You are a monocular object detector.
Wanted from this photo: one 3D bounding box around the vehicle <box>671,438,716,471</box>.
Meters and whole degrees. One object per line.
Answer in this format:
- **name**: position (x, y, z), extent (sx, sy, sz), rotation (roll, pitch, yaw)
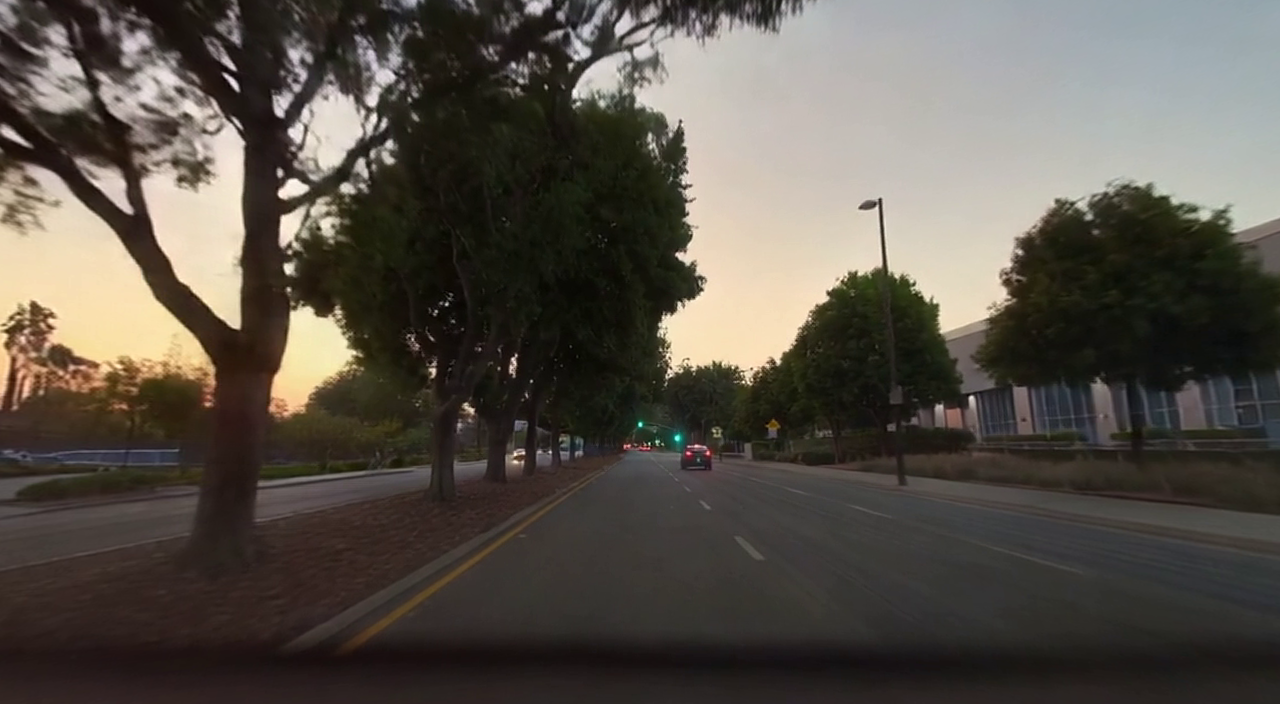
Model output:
- **vehicle**: position (3.122, 6.131, 38.090), extent (2.085, 1.828, 5.383), rotation (0, -8, -1)
